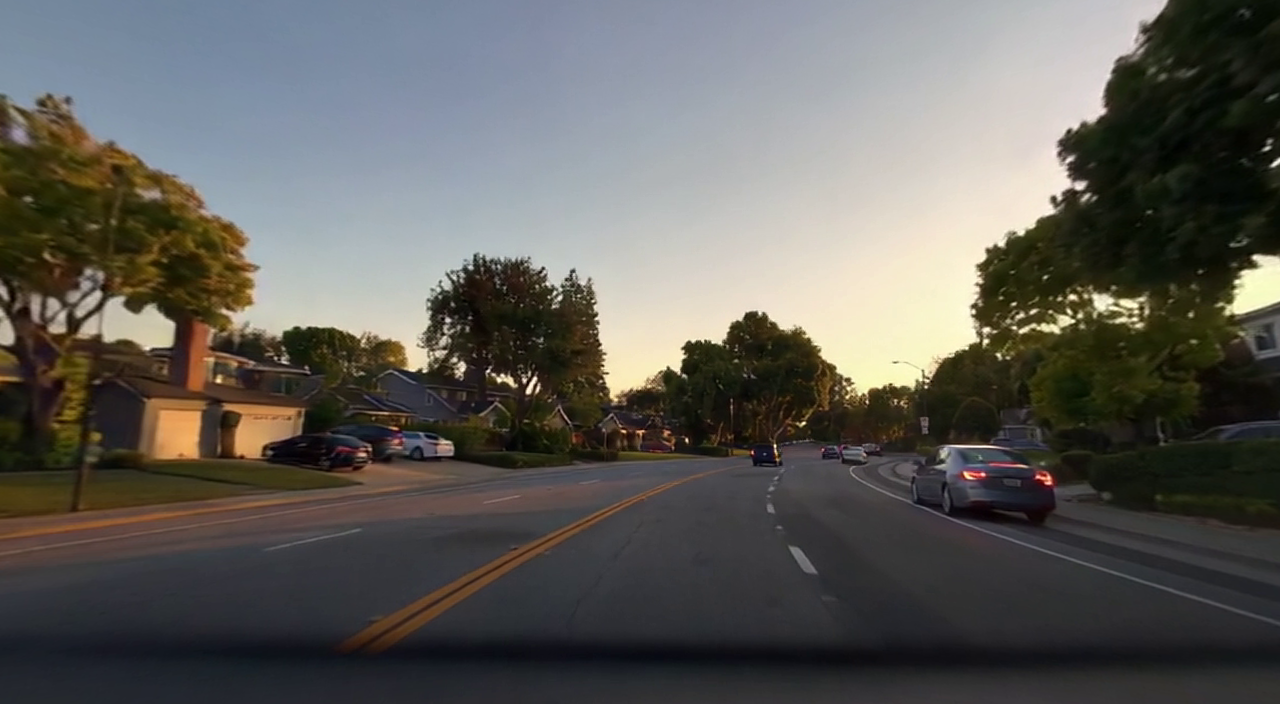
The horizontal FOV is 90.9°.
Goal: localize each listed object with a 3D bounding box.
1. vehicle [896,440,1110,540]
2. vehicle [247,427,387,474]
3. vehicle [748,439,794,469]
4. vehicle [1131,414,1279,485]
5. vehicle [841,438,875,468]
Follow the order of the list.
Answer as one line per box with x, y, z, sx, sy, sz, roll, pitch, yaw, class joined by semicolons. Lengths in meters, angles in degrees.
6.475;2.433;11.915;1.934;1.506;4.282;-1;-8;7;vehicle
-12.936;3.936;25.356;4.646;1.502;1.874;3;-8;9;vehicle
7.917;6.058;37.845;2.106;1.667;4.367;-3;-9;19;vehicle
16.830;2.653;17.191;4.881;1.808;2.011;-2;-8;12;vehicle
14.844;6.833;42.928;2.059;1.924;4.257;-3;-9;19;vehicle
